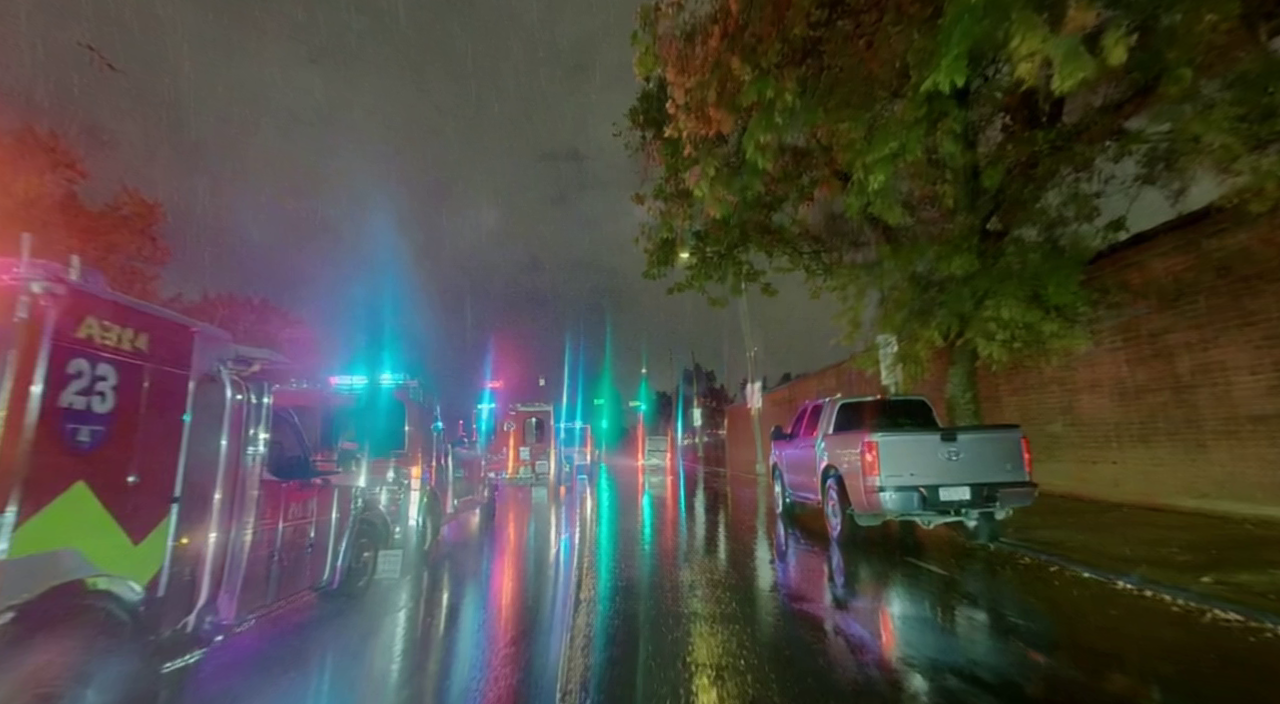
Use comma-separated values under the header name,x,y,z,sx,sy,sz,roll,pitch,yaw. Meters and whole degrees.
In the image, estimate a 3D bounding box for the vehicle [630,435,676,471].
name,x,y,z,sx,sy,sz,roll,pitch,yaw
vehicle,0.625,5.578,35.085,2.332,1.831,4.930,0,-8,-1

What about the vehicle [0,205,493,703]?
name,x,y,z,sx,sy,sz,roll,pitch,yaw
vehicle,-2.810,0.941,4.104,2.458,2.027,4.831,0,-9,1

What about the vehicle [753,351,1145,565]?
name,x,y,z,sx,sy,sz,roll,pitch,yaw
vehicle,3.982,1.581,9.900,3.411,2.429,5.271,0,-8,0
